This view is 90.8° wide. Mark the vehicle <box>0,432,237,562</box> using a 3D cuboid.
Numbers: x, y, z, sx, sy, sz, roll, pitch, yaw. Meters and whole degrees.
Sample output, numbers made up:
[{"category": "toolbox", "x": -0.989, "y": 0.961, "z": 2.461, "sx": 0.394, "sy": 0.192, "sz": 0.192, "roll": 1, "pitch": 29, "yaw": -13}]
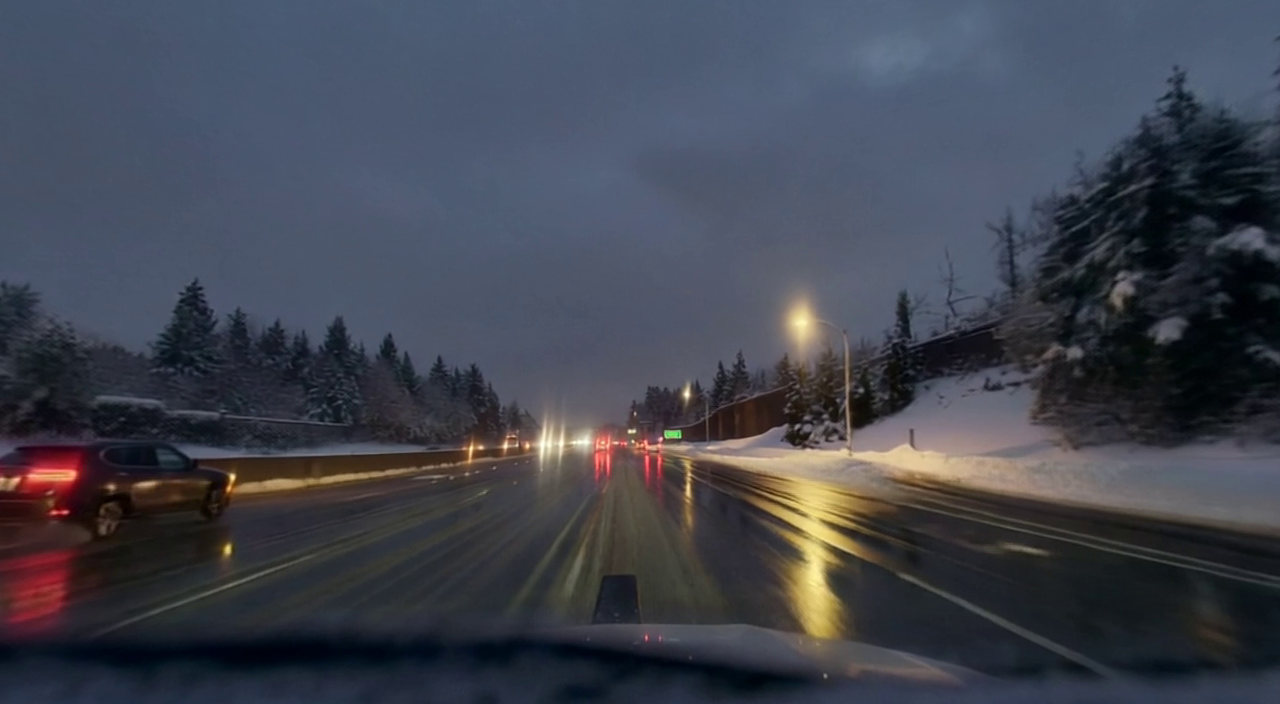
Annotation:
[{"category": "vehicle", "x": -8.580, "y": 2.025, "z": 9.553, "sx": 2.060, "sy": 1.507, "sz": 4.494, "roll": 0, "pitch": -9, "yaw": -1}]
